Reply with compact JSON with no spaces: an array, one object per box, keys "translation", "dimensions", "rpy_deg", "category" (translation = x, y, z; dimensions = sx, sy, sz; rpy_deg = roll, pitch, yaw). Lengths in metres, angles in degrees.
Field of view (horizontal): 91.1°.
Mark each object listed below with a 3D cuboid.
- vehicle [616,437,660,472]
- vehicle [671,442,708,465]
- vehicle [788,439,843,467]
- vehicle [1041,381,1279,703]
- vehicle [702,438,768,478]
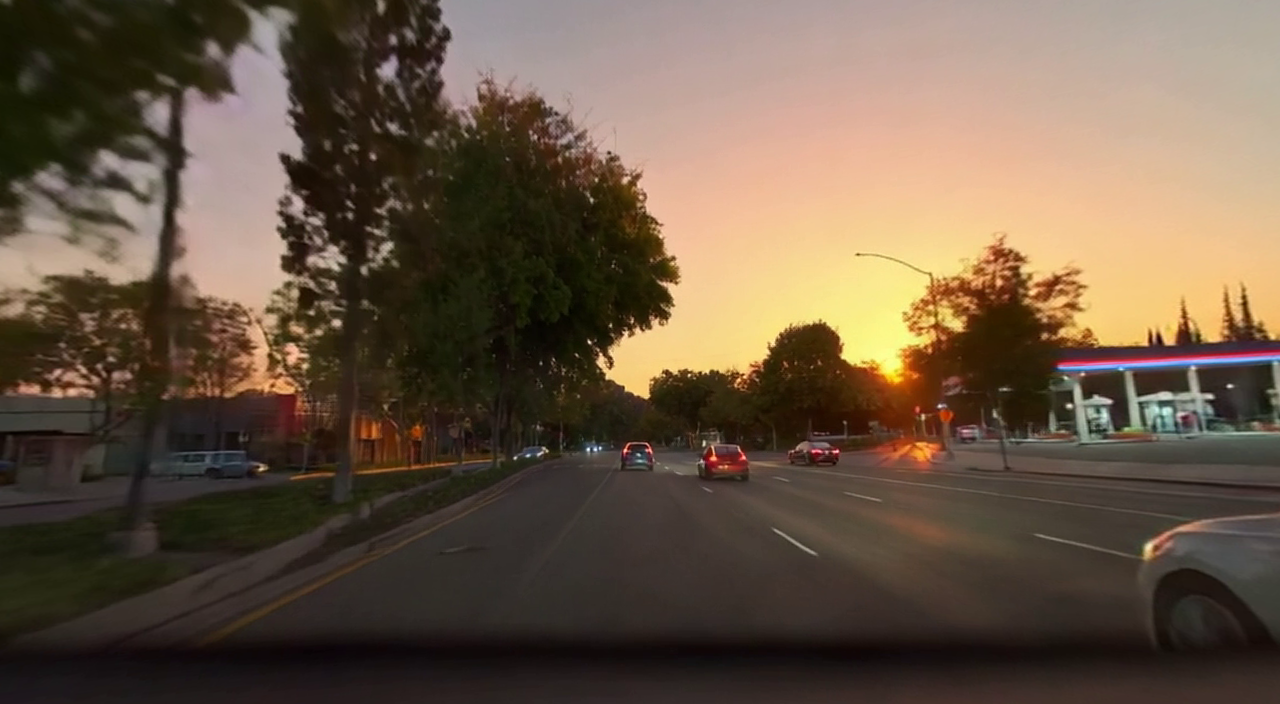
[{"translation":[-0.137,5.417,33.263],"dimensions":[2.172,1.694,4.055],"rpy_deg":[0,-9,-1],"category":"vehicle"},{"translation":[3.388,7.096,43.941],"dimensions":[2.114,1.473,4.495],"rpy_deg":[0,-9,-1],"category":"vehicle"},{"translation":[10.087,5.856,36.412],"dimensions":[1.906,1.488,4.251],"rpy_deg":[0,-9,-1],"category":"vehicle"},{"translation":[3.546,0.717,1.447],"dimensions":[2.119,1.509,4.756],"rpy_deg":[-1,-9,0],"category":"vehicle"},{"translation":[3.879,4.438,26.458],"dimensions":[1.980,1.515,4.362],"rpy_deg":[0,-9,-1],"category":"vehicle"}]
